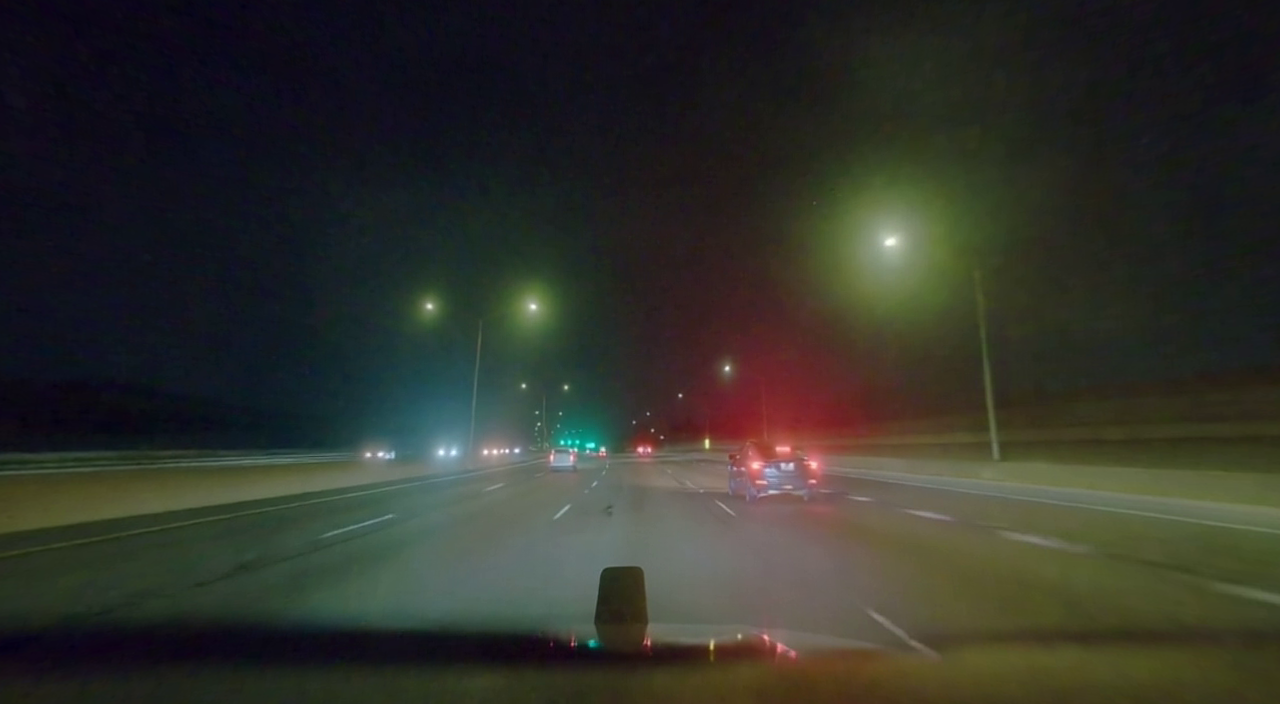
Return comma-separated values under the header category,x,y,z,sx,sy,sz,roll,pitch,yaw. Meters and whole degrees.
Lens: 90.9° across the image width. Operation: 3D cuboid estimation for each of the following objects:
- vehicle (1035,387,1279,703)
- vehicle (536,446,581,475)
category,x,y,z,sx,sy,sz,roll,pitch,yaw
vehicle,3.293,0.710,1.219,2.030,1.490,4.737,-1,-9,1
vehicle,-4.466,6.027,35.323,2.014,1.481,4.156,-1,-9,-1
